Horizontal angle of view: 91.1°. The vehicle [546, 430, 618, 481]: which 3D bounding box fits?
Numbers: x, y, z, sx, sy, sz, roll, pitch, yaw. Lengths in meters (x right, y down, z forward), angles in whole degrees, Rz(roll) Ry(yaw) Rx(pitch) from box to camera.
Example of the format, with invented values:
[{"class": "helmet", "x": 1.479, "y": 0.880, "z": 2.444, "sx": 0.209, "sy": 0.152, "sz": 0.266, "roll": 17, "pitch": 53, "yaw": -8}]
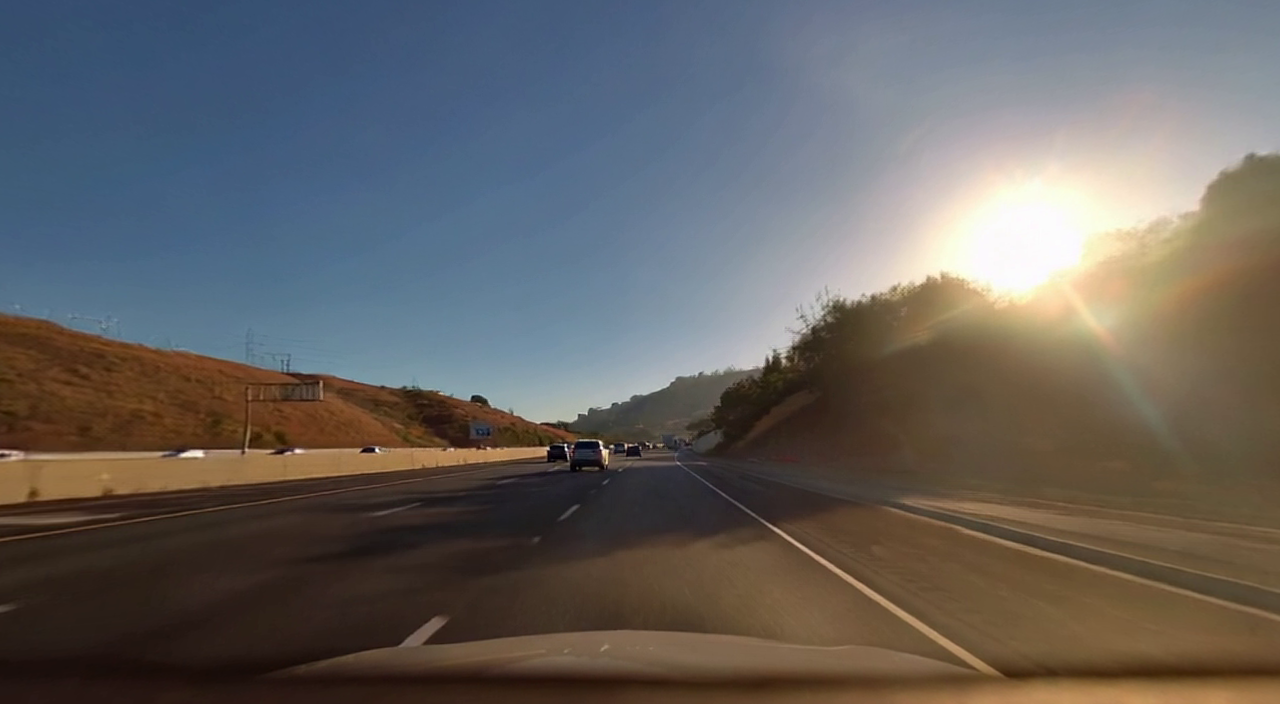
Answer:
[{"class": "vehicle", "x": -2.317, "y": 4.334, "z": 26.620, "sx": 2.413, "sy": 1.896, "sz": 5.218, "roll": -1, "pitch": -8, "yaw": 1}]
